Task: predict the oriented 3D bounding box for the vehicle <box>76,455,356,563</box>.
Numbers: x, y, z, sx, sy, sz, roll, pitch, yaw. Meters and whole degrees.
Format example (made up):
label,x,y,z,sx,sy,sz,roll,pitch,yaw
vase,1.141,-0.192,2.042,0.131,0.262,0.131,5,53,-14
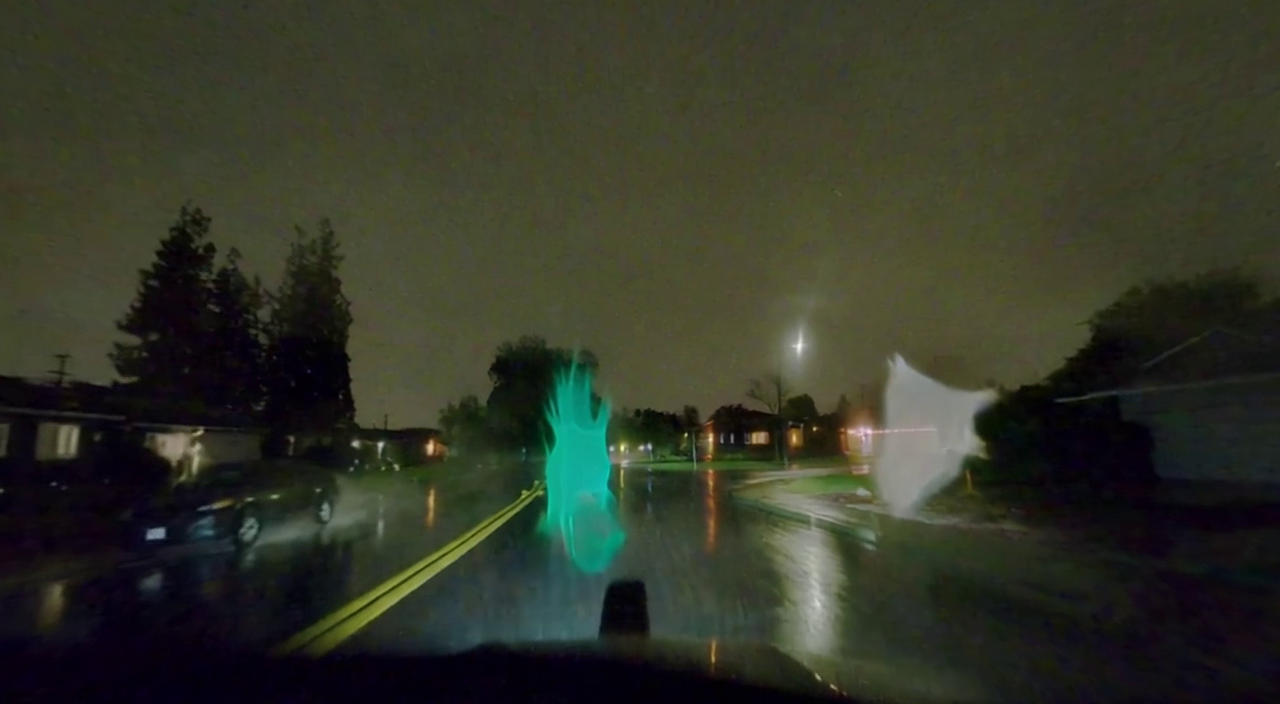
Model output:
label,x,y,z,sx,sy,sz,roll,pitch,yaw
vehicle,-7.536,2.784,12.156,2.069,1.487,5.470,-1,-9,-6
